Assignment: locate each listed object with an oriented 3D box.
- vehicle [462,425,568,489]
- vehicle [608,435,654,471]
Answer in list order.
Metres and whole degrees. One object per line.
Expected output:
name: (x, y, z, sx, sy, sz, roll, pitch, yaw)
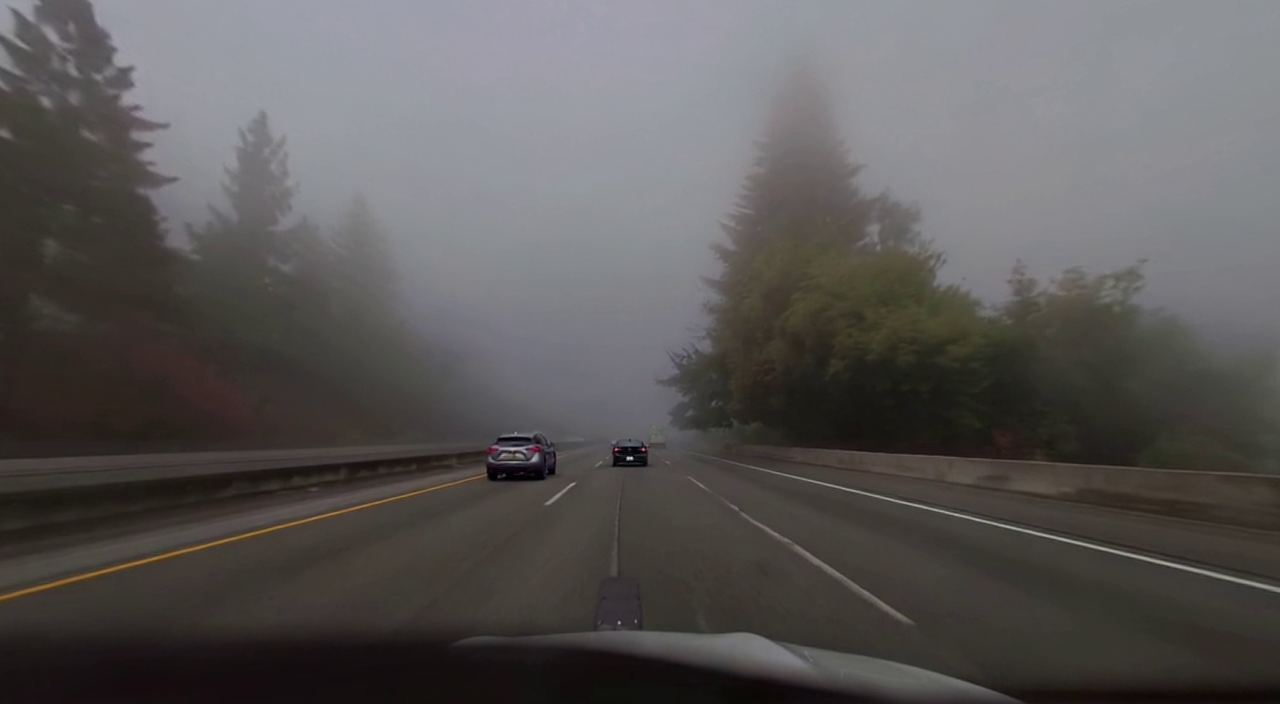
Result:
vehicle: (-3.633, 3.158, 19.268, 2.264, 1.699, 4.648, 0, -8, 0)
vehicle: (-0.435, 4.782, 30.091, 2.048, 1.563, 4.087, 0, -8, -1)
